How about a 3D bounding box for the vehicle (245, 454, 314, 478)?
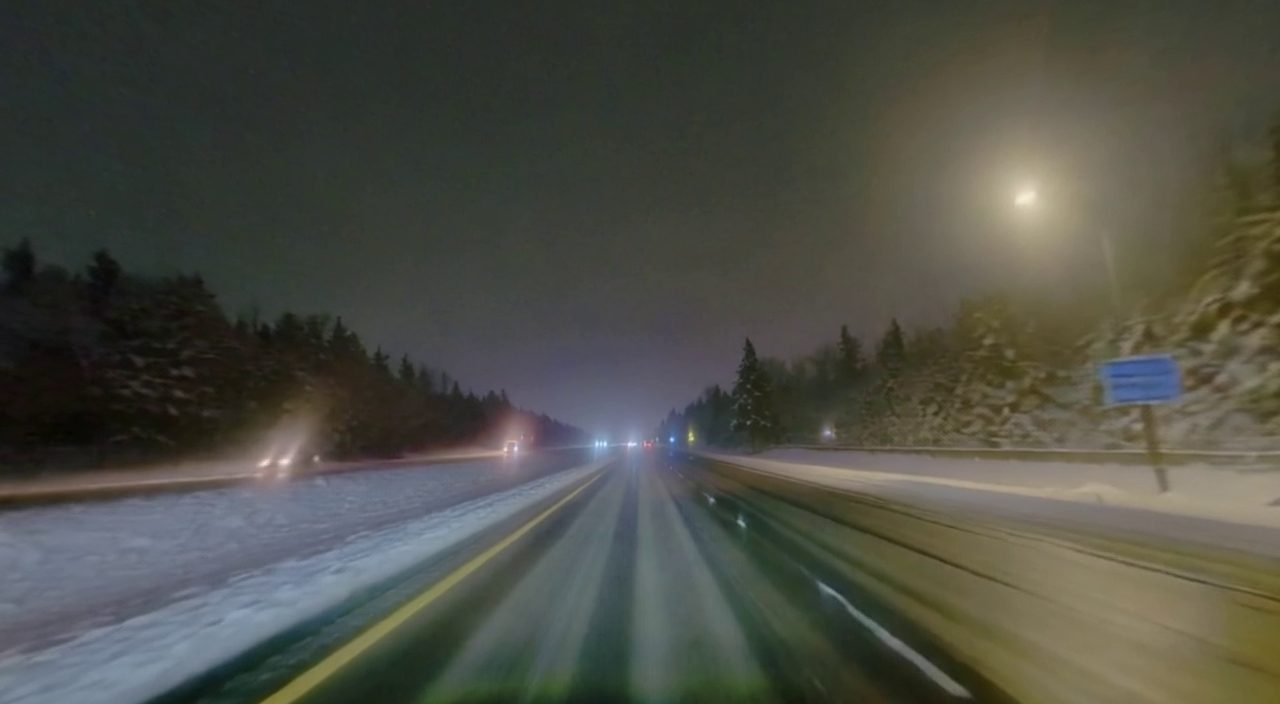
[{"bbox_3d":[-24.621,7.754,43.276,1.873,1.456,4.716,0,-8,1],"label":"vehicle"}]
